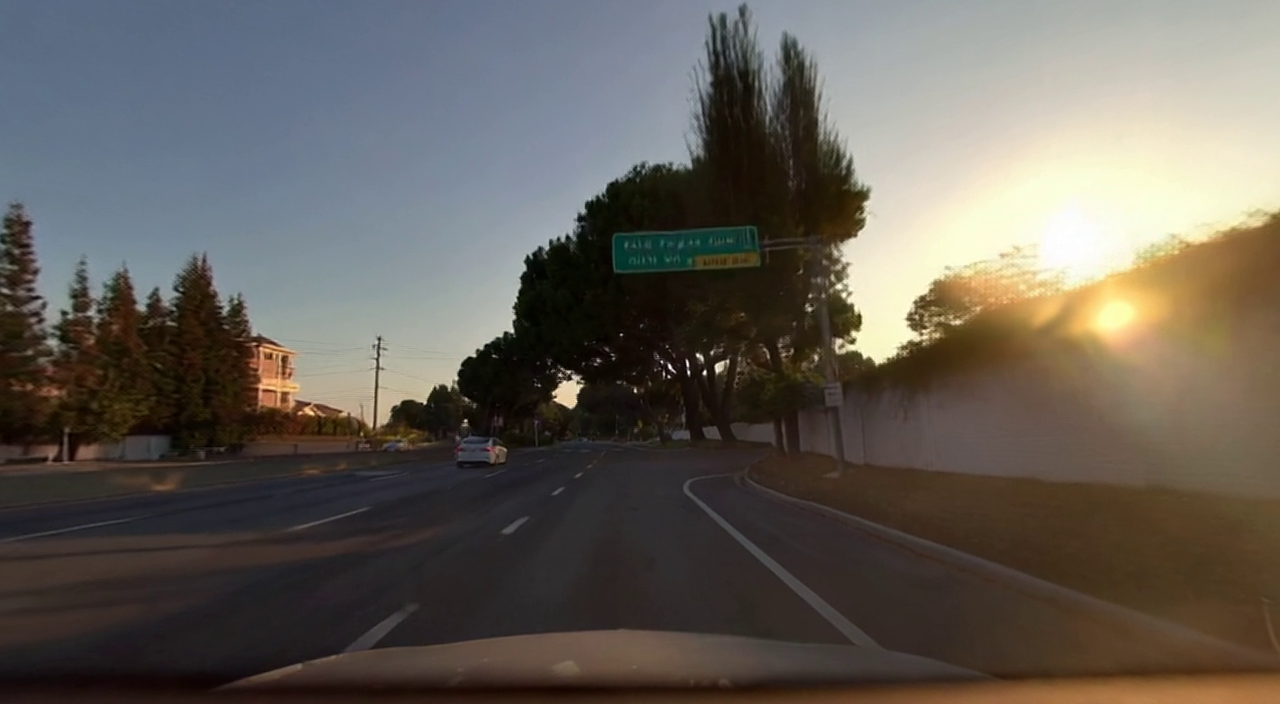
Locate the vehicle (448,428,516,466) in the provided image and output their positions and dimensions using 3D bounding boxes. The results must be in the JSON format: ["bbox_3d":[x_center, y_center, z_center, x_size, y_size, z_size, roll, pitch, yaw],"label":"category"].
[{"bbox_3d":[-7.688,4.695,31.307,2.115,1.711,4.722,0,-8,0],"label":"vehicle"}]
